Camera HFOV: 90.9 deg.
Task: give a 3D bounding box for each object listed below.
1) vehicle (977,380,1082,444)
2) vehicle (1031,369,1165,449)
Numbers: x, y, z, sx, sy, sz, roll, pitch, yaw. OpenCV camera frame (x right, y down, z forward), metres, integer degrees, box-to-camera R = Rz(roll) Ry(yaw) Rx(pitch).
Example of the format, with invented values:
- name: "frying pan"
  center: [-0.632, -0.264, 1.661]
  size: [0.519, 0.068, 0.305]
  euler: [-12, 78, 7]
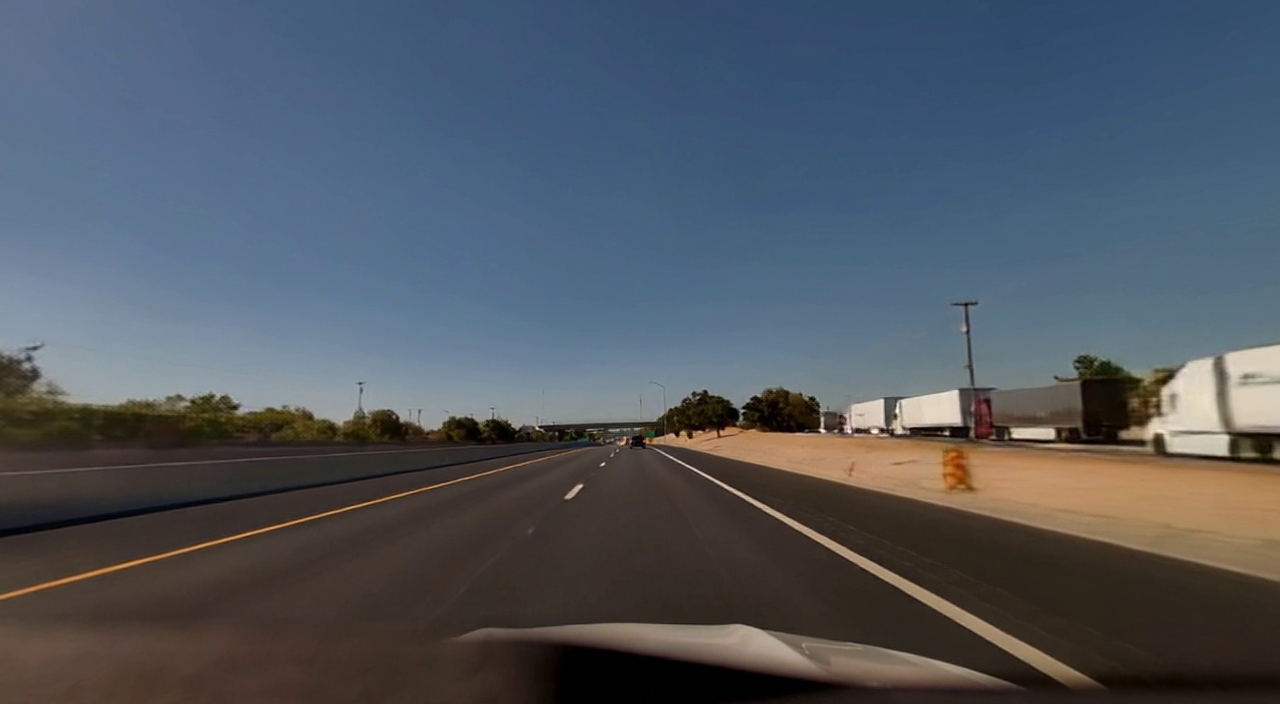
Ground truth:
- name: "vehicle"
  center: [27.821, 4.550, 45.791]
  size: [3.106, 4.073, 10.350]
  euler: [-1, -8, 13]
- name: "vehicle"
  center: [25.490, 3.402, 35.766]
  size: [2.878, 3.949, 8.348]
  euler: [-2, -8, 13]
